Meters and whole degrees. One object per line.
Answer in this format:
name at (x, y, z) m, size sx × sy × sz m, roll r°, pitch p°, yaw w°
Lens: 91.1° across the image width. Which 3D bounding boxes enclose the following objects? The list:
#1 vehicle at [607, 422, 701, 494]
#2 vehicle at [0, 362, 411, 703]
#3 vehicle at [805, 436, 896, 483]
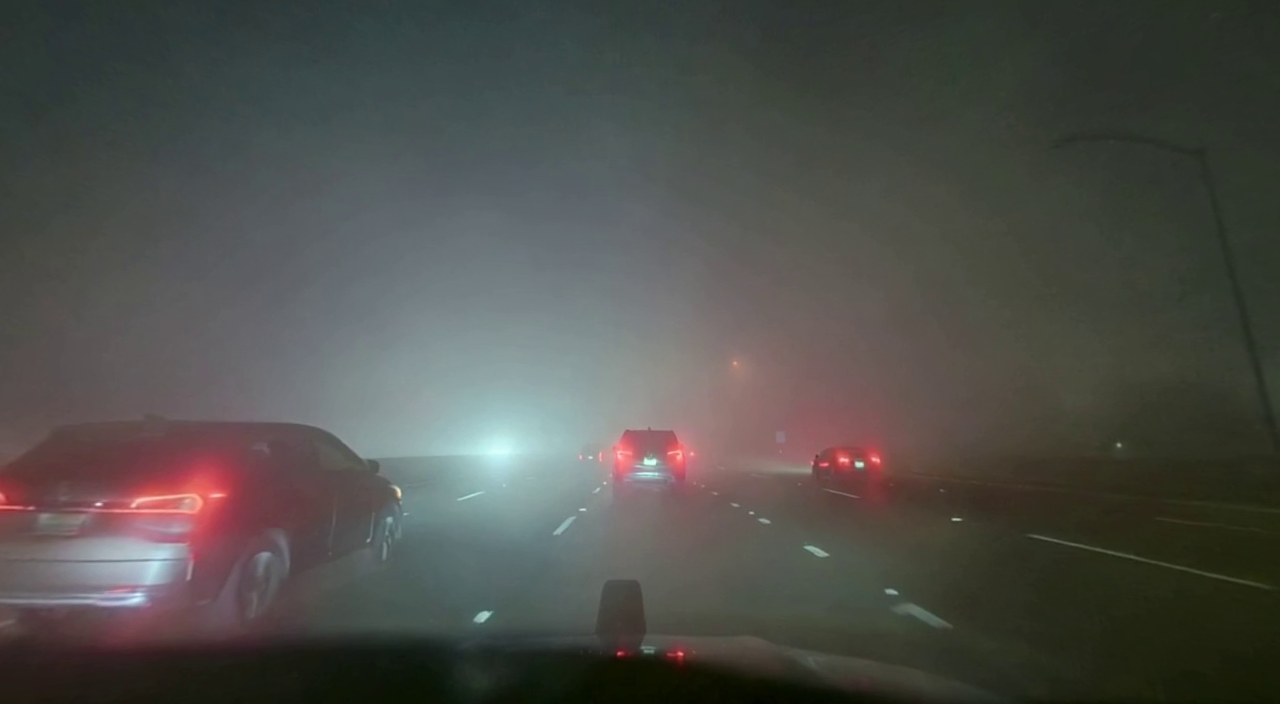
vehicle at (0.374, 3.540, 21.317) m, size 2.732 × 2.065 × 5.826 m, roll 0°, pitch -9°, yaw -1°
vehicle at (-3.558, 1.165, 4.653) m, size 2.099 × 1.640 × 4.134 m, roll 0°, pitch -9°, yaw 1°
vehicle at (8.707, 4.493, 26.486) m, size 2.133 × 1.770 × 4.537 m, roll 0°, pitch -9°, yaw -1°
